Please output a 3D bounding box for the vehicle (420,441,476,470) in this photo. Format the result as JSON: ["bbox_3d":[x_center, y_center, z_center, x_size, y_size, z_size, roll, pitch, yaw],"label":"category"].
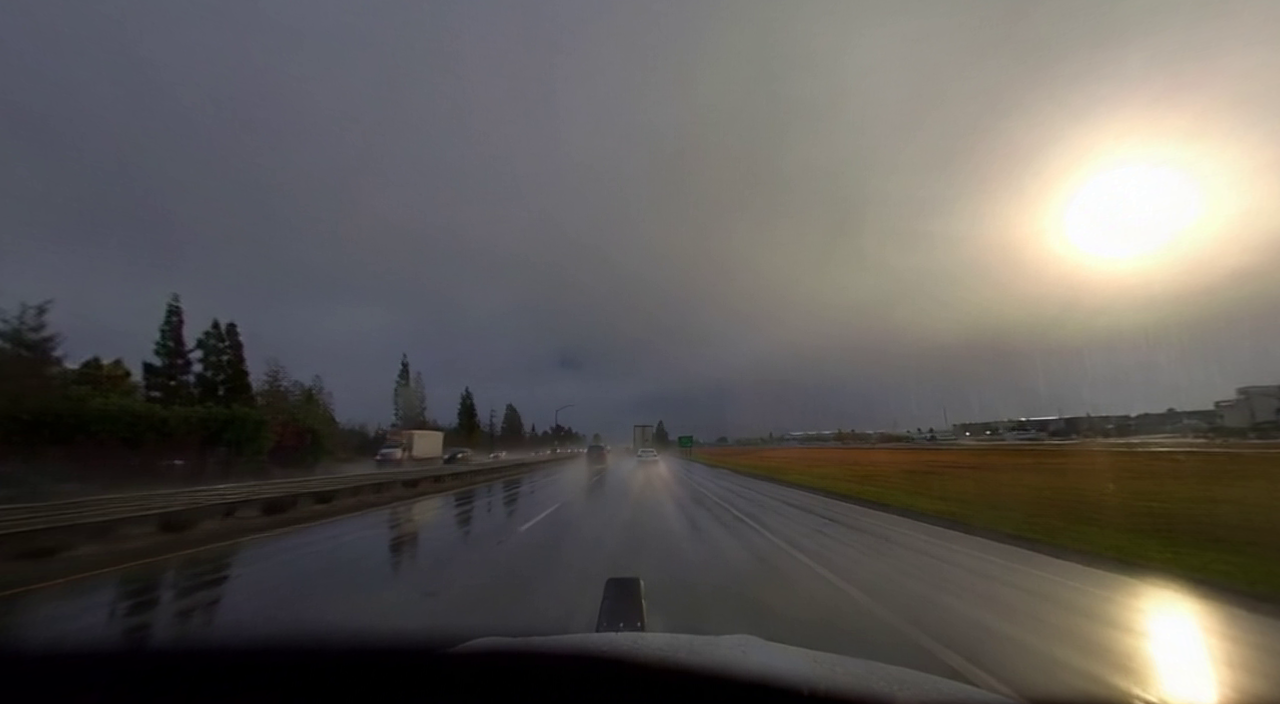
[{"bbox_3d":[-12.977,7.037,43.042,2.352,1.802,4.648,0,-9,-1],"label":"vehicle"}]

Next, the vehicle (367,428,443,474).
[{"bbox_3d":[-17.617,7.498,47.882,2.802,3.131,7.695,0,-9,0],"label":"vehicle"}]

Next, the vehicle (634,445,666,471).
[{"bbox_3d":[0.619,7.015,41.878,1.992,1.593,3.937,0,-9,-2],"label":"vehicle"}]
